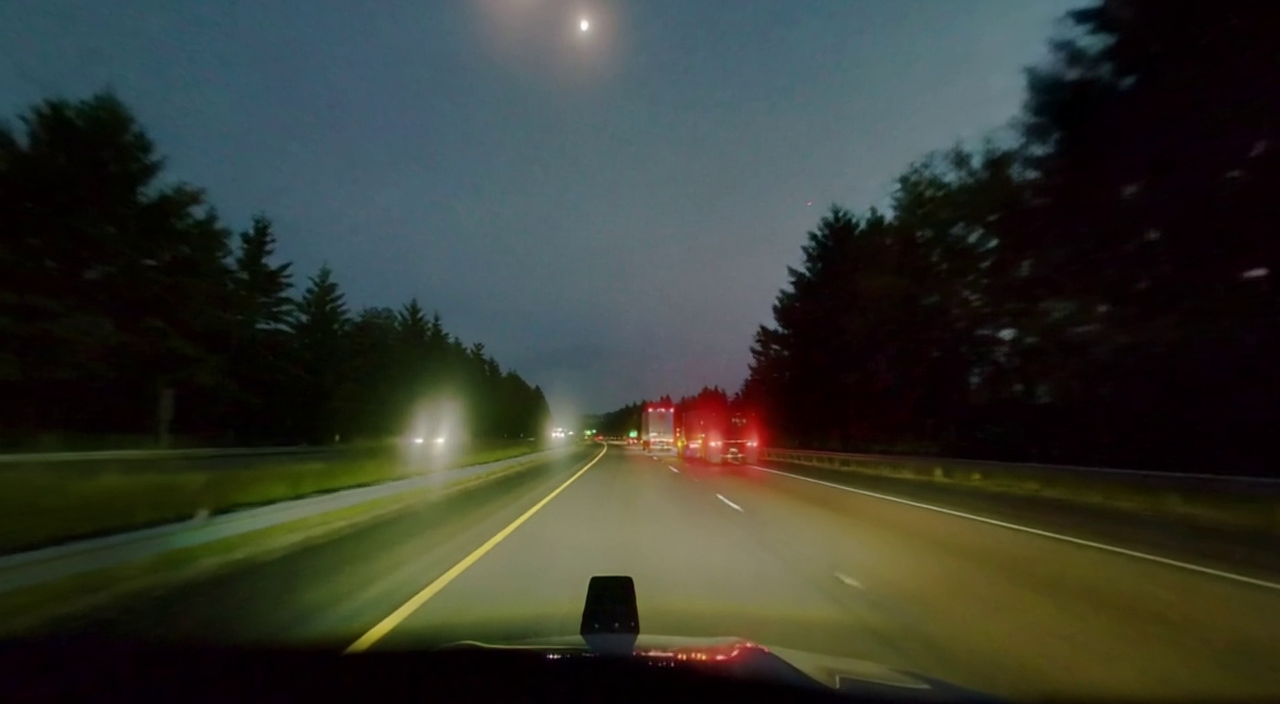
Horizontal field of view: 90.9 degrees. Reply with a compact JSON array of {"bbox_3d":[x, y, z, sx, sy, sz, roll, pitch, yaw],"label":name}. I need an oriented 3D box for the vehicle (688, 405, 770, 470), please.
[{"bbox_3d":[4.029,4.061,30.055,2.741,2.716,6.323,0,-8,-2],"label":"vehicle"}]

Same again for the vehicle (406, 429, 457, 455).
[{"bbox_3d":[-13.406,5.826,40.779,1.950,1.598,4.188,0,-8,-2],"label":"vehicle"}]
